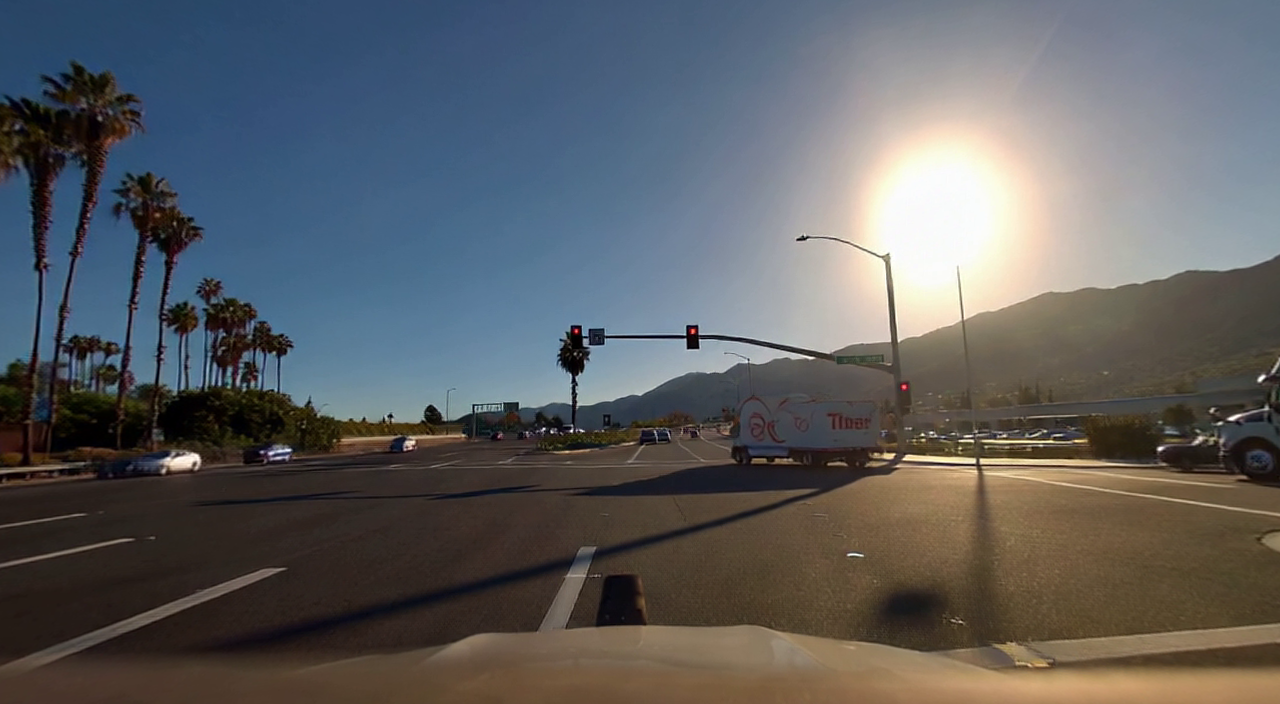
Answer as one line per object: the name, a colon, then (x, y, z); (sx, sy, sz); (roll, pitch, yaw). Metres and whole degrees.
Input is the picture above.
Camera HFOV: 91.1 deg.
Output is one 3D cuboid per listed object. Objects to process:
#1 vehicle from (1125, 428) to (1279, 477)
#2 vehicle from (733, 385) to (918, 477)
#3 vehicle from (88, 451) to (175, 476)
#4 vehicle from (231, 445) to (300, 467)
vehicle: (19.103, 3.289, 20.598); (4.508, 1.493, 1.907); (-2, -9, 14)
vehicle: (7.746, 3.505, 27.281); (3.237, 3.414, 7.088); (6, -10, -35)
vehicle: (-35.473, 7.747, 43.934); (1.902, 1.558, 4.384); (-2, -9, 13)
vehicle: (-26.194, 7.254, 44.093); (1.868, 1.469, 4.746); (0, -9, 1)
